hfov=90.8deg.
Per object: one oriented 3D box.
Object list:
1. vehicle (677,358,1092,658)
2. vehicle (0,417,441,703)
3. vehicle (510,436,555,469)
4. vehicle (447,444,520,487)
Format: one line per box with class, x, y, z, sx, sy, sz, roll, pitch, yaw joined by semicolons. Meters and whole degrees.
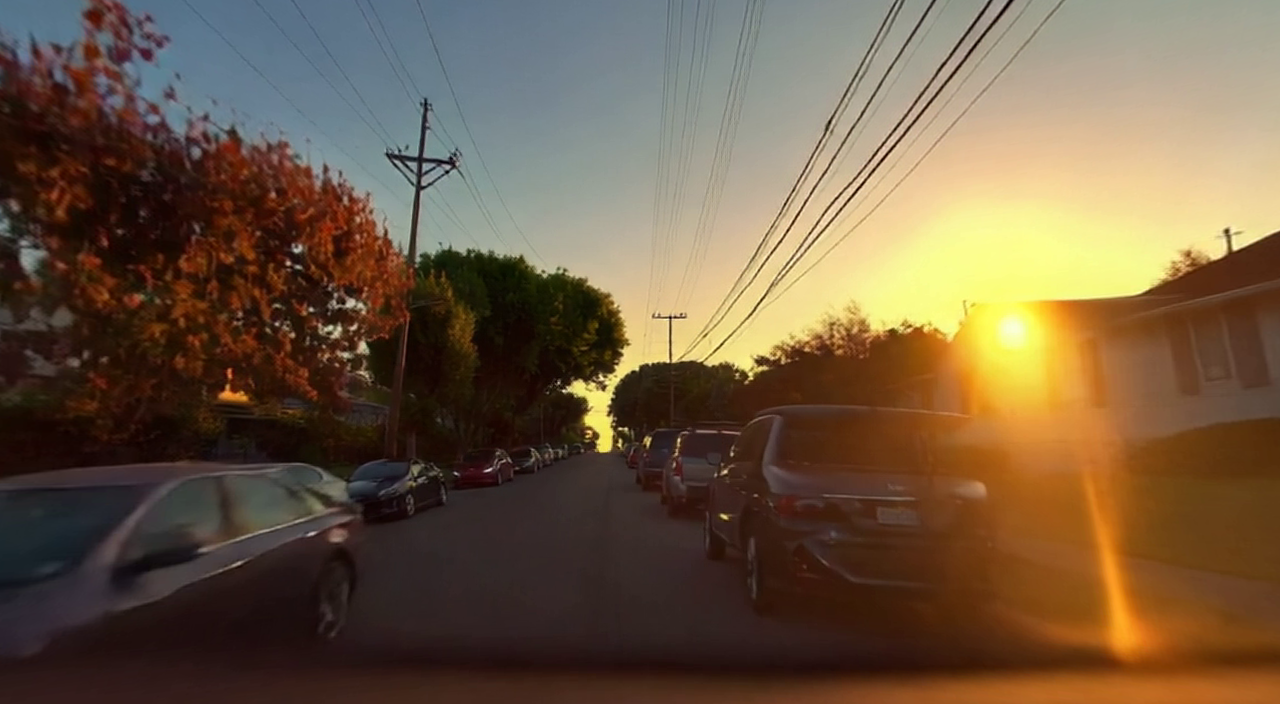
vehicle;1.670;1.285;6.300;2.032;1.839;4.597;0;-8;-4
vehicle;-2.905;1.247;3.720;2.060;1.525;4.876;0;-8;-2
vehicle;-6.917;6.538;41.225;2.280;1.953;5.092;0;-8;-3
vehicle;-6.261;4.560;25.846;1.988;1.541;4.686;0;-8;-2
